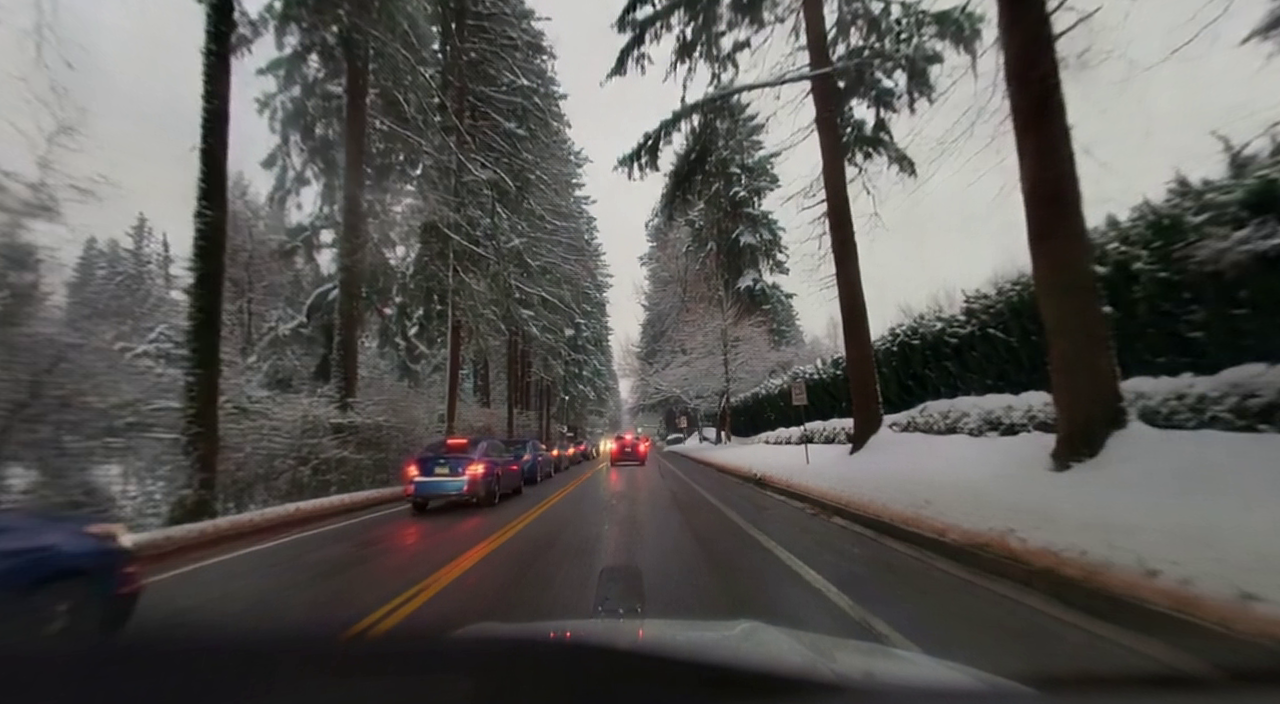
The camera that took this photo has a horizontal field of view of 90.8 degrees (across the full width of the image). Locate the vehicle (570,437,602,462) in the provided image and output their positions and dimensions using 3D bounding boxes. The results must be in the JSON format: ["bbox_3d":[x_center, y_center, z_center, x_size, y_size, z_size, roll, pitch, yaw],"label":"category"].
[{"bbox_3d":[-3.919,7.112,46.300,1.983,1.697,4.285,0,-8,0],"label":"vehicle"}]

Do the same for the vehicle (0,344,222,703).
[{"bbox_3d":[-3.658,0.698,1.657,2.126,1.707,4.317,0,-8,0],"label":"vehicle"}]

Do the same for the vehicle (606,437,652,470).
[{"bbox_3d":[-0.532,4.989,31.279,2.127,1.517,4.090,0,-8,-1],"label":"vehicle"}]

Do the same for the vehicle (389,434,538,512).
[{"bbox_3d":[-3.684,2.598,14.128,2.030,1.452,4.312,0,-8,1],"label":"vehicle"}]
